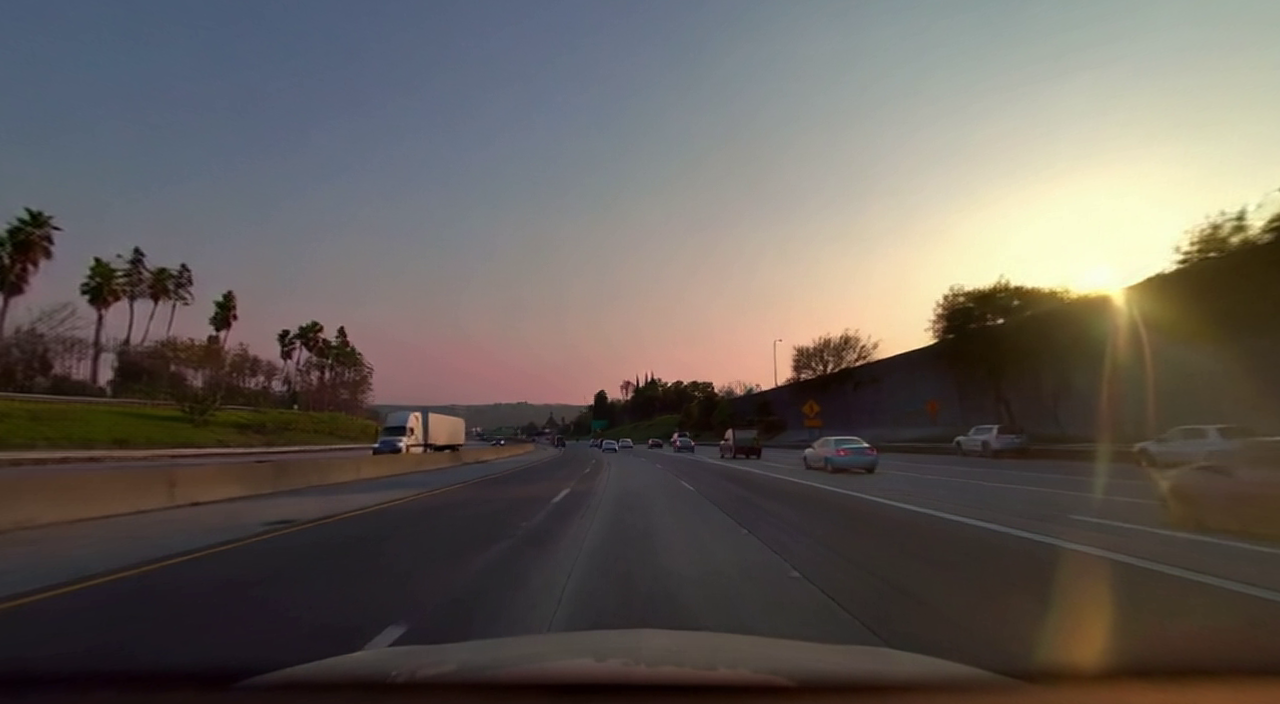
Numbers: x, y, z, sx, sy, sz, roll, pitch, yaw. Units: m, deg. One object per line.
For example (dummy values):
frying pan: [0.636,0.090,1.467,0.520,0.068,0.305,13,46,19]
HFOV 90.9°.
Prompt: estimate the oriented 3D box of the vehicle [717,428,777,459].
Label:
vehicle: [7.255,6.349,43.661,2.622,1.977,6.537,0,-8,-4]

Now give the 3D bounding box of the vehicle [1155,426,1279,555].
vehicle: [8.455,1.506,6.656,2.092,1.478,4.647,0,-8,0]

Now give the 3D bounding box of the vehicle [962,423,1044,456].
vehicle: [22.976,5.604,40.185,2.085,1.989,4.825,0,-8,-3]

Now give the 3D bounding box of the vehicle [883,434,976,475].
vehicle: [12.398,4.405,27.280,1.864,1.574,4.059,0,-8,-4]

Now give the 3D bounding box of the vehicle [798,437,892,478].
vehicle: [8.094,4.201,25.395,2.080,1.457,4.404,0,-8,-4]
